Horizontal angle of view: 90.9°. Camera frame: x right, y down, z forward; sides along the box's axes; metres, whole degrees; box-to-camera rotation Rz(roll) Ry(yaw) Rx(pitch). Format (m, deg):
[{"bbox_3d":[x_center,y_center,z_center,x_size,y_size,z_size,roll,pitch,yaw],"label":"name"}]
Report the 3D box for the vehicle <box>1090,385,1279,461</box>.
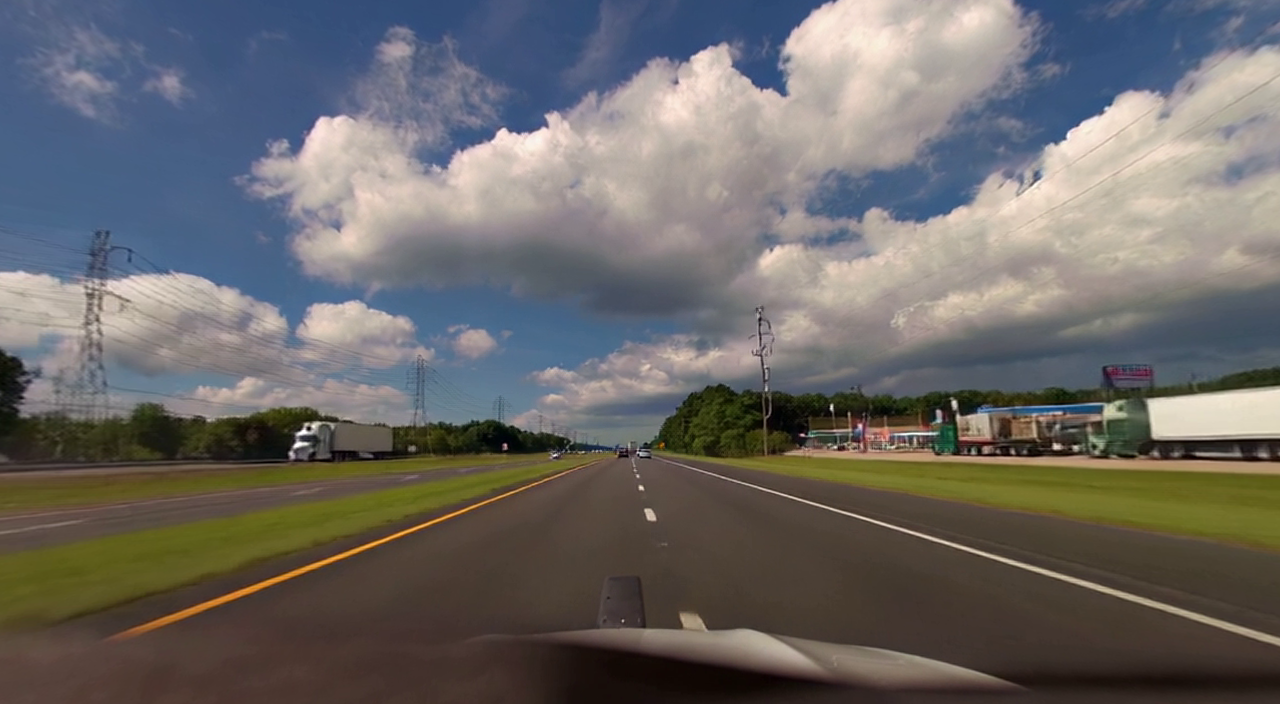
[{"bbox_3d":[32.819,4.113,35.602,11.409,3.946,3.092,-8,-12,44],"label":"vehicle"}]
